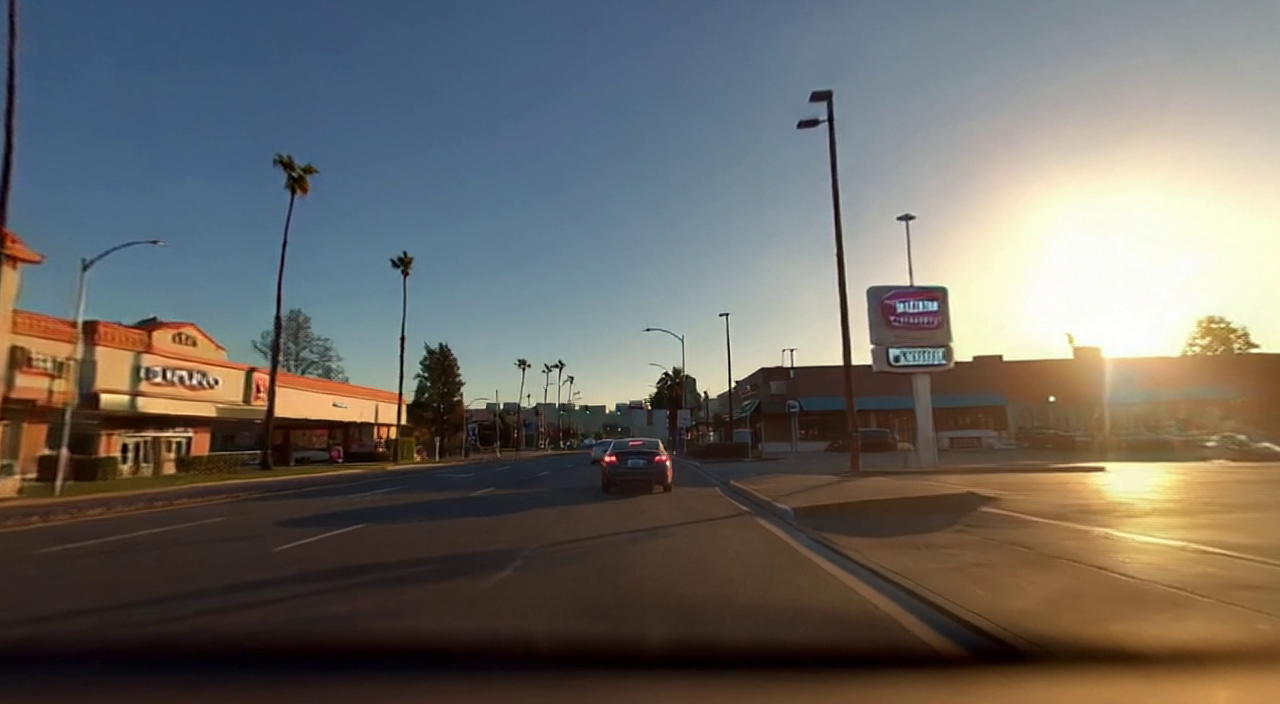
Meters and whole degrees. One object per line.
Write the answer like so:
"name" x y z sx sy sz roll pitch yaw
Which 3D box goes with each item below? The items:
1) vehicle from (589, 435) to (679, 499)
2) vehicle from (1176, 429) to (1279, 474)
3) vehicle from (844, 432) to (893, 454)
"vehicle" -0.130 3.078 17.207 2.145 1.483 4.453 0 -9 0
"vehicle" 22.430 3.609 22.773 1.876 1.482 4.633 0 -9 1
"vehicle" 17.439 6.973 48.056 2.009 1.630 4.436 0 -9 -1
